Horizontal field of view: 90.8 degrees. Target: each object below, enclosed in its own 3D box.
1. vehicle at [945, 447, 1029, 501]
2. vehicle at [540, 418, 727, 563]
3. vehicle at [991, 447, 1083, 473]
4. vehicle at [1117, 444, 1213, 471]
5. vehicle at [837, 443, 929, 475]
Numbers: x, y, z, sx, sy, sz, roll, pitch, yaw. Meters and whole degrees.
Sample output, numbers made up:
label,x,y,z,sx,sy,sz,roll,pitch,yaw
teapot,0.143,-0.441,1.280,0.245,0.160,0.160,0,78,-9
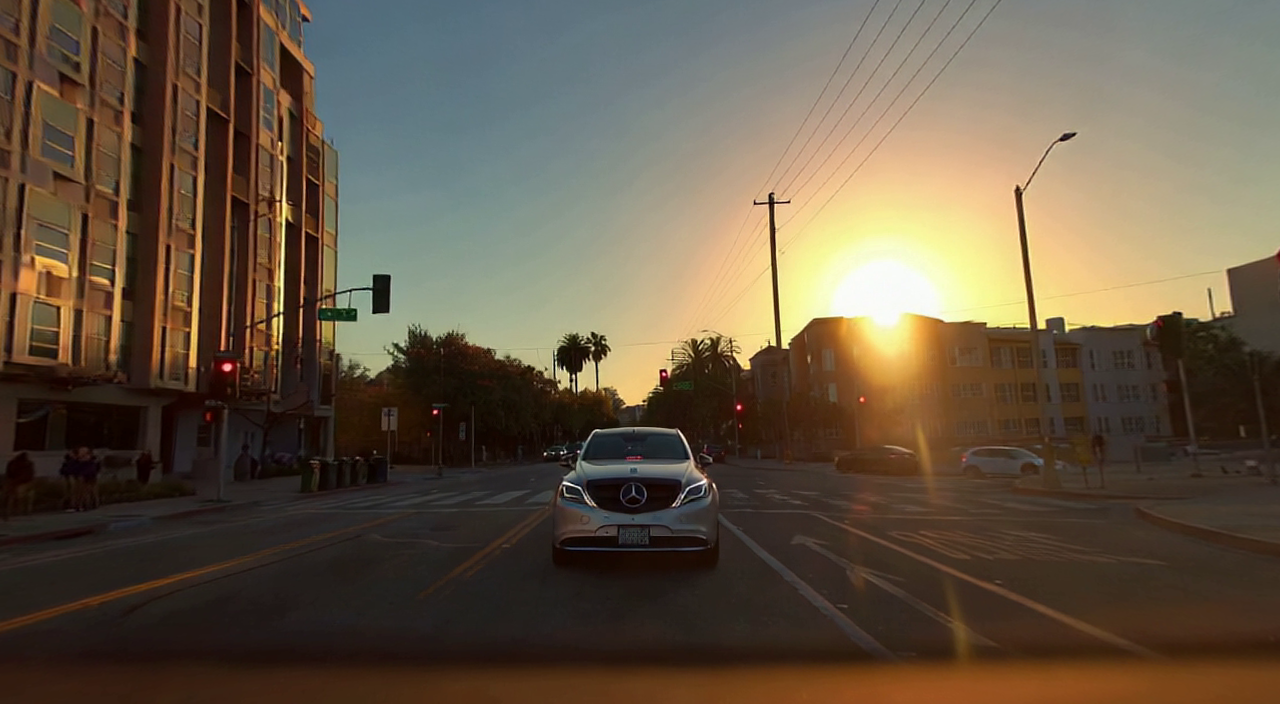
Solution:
label,x,y,z,sx,sy,sz,roll,pitch,yaw
vehicle,11.916,4.068,21.575,2.004,1.593,4.118,-6,-10,34
vehicle,-0.081,1.875,9.235,2.144,1.643,3.770,0,-8,0
vehicle,24.251,6.604,38.696,4.417,1.462,1.761,0,-8,-1
vehicle,32.163,6.459,38.769,4.234,1.613,1.812,0,-8,-1
vehicle,13.587,6.022,35.535,4.494,1.704,1.976,-2,-9,12
